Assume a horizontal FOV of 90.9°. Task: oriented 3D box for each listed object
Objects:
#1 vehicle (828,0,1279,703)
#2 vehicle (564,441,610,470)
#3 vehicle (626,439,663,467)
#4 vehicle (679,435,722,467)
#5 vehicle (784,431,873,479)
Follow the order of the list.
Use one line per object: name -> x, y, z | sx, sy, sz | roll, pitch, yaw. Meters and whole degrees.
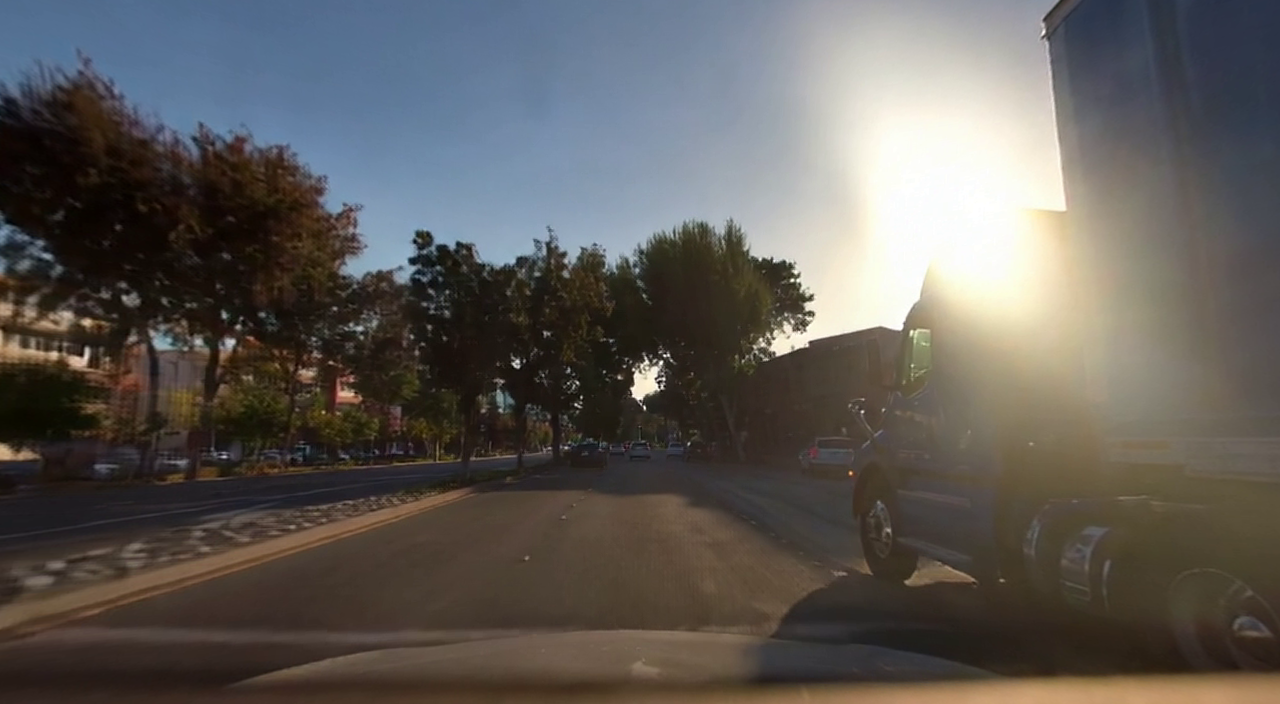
vehicle -> 3.749, -0.162, 3.301 | 3.006, 3.679, 8.506 | 0, -8, 1
vehicle -> -2.979, 5.969, 36.529 | 2.211, 1.537, 4.666 | 0, -8, 1
vehicle -> 0.273, 6.533, 40.965 | 2.276, 1.704, 3.925 | 0, -8, 0
vehicle -> 3.732, 6.209, 39.605 | 2.196, 1.908, 4.412 | 0, -8, -1
vehicle -> 7.803, 4.322, 26.697 | 2.174, 1.793, 5.061 | 0, -8, -1
